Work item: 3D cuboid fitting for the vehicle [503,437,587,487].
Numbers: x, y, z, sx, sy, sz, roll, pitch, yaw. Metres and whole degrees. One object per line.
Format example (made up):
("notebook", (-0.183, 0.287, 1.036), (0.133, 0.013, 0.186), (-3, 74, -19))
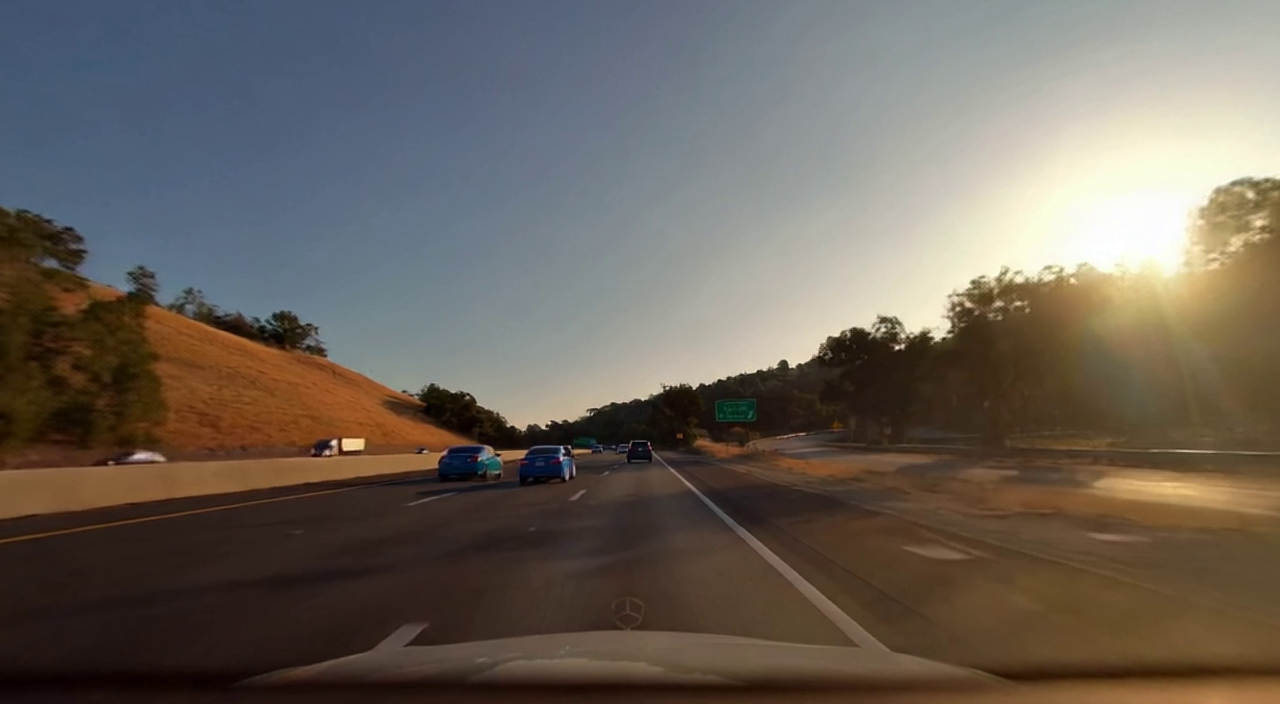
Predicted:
("vehicle", (-3.278, 3.924, 22.934), (2.139, 1.589, 5.102), (-1, -8, 1))

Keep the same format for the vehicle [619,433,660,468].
("vehicle", (-0.018, 6.003, 38.574), (2.309, 1.915, 5.130), (-1, -8, 1))

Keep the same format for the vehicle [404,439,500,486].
("vehicle", (-6.763, 4.011, 23.271), (2.009, 1.519, 4.697), (-1, -8, 1))
